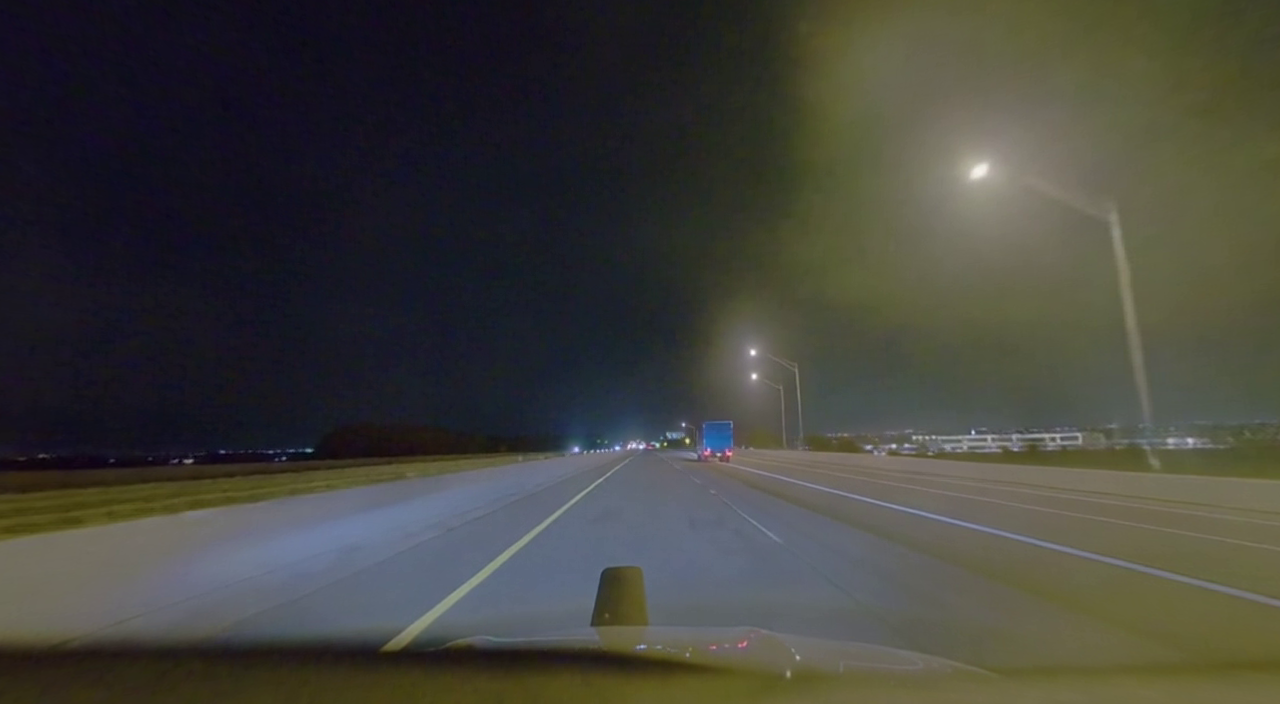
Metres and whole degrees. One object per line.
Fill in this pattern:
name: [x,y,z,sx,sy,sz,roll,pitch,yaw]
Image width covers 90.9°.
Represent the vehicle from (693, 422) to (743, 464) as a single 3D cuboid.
vehicle: [5.005,6.001,41.530,2.430,2.495,6.062,0,-9,0]
